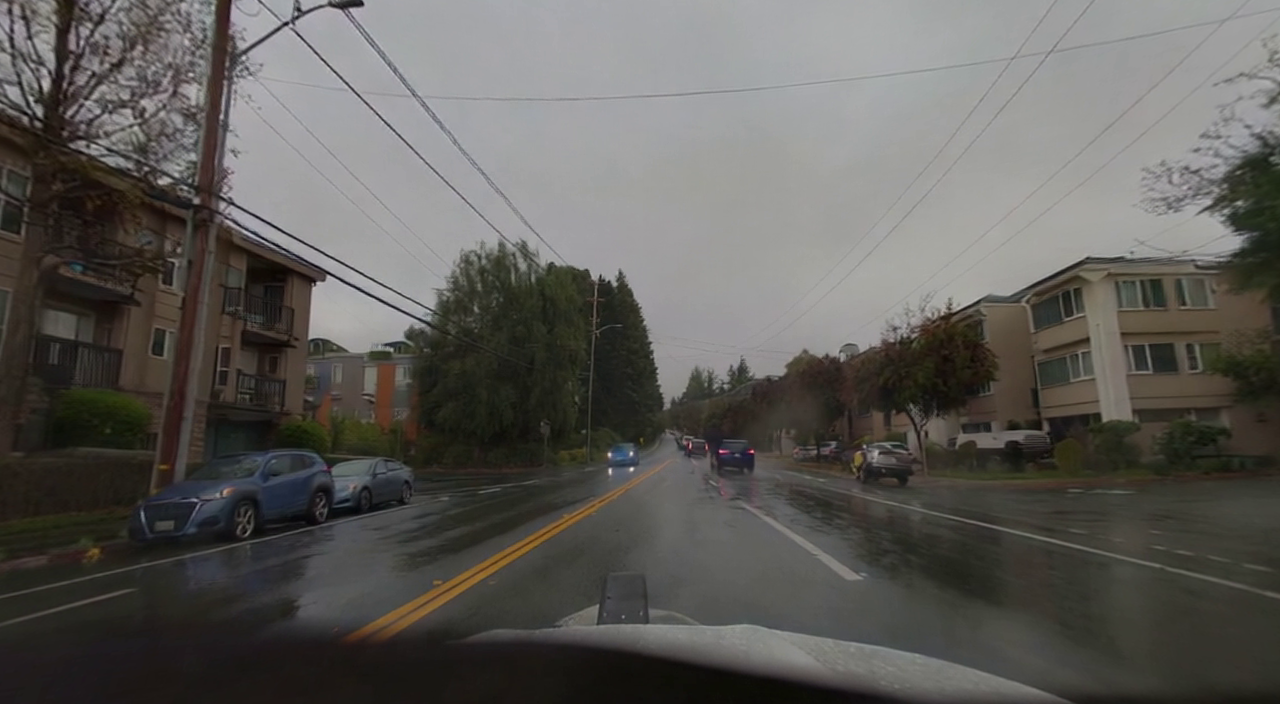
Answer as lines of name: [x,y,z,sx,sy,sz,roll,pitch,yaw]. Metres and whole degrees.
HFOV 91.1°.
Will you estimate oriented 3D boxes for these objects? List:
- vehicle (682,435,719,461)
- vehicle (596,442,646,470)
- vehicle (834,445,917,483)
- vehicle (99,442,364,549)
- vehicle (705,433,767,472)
vehicle: [4.464,7.170,47.068,2.368,1.840,4.896,0,-8,0]
vehicle: [-0.983,5.776,35.164,2.155,1.436,4.501,-1,-8,6]
vehicle: [10.106,4.816,27.360,1.935,1.478,4.711,0,-8,2]
vehicle: [-8.112,2.829,13.254,2.381,1.825,4.652,0,-8,1]
vehicle: [4.649,4.953,31.139,2.306,1.719,4.805,0,-8,0]
